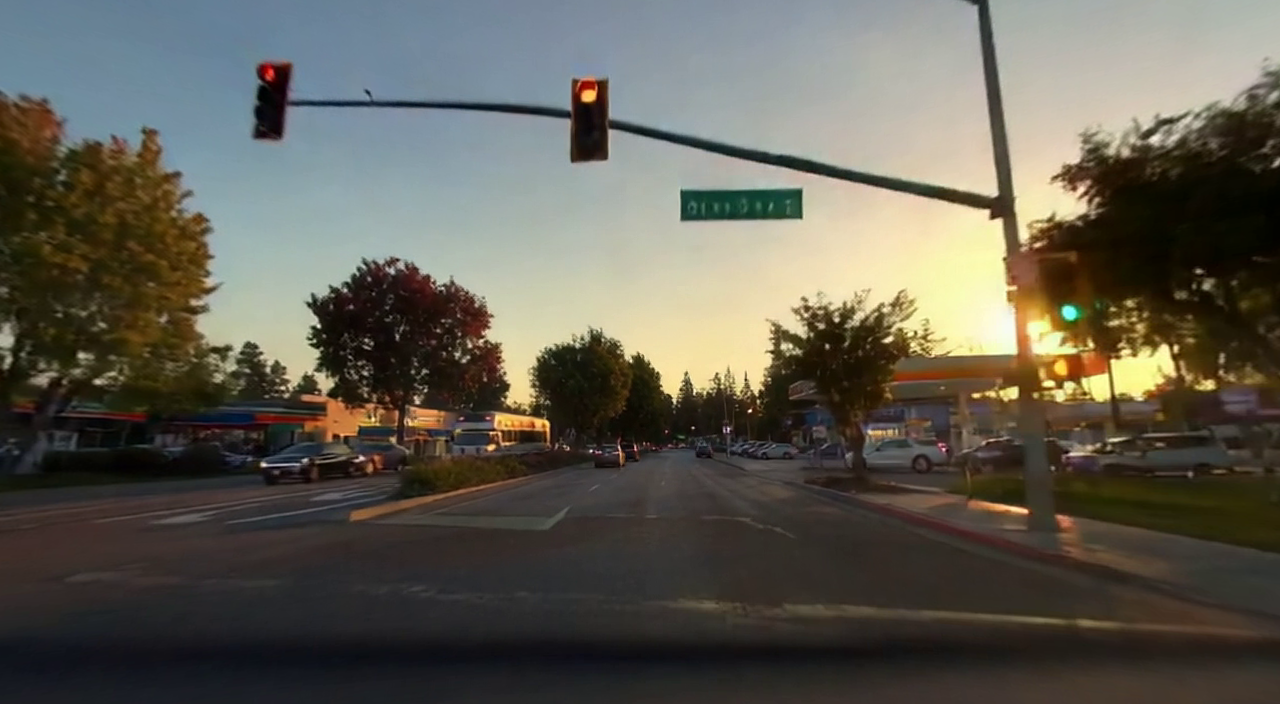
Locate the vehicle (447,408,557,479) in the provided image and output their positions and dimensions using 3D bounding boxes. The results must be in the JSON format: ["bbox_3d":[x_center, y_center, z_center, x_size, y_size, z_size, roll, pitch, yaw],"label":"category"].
[{"bbox_3d":[-7.537,5.339,36.980,3.056,3.289,13.199,-2,-8,2],"label":"vehicle"}]

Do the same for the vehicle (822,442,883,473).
[{"bbox_3d":[10.948,5.481,32.870,1.888,1.465,4.727,0,-9,5],"label":"vehicle"}]

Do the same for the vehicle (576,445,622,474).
[{"bbox_3d":[-2.115,5.709,33.719,1.959,1.406,4.272,0,-9,2],"label":"vehicle"}]

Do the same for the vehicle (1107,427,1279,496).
[{"bbox_3d":[18.457,3.509,20.519,2.186,1.928,5.816,0,-9,2],"label":"vehicle"}]

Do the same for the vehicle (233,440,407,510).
[{"bbox_3d":[-8.016,3.063,16.410,2.099,1.467,4.596,-2,-8,1],"label":"vehicle"}]

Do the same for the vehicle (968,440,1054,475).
[{"bbox_3d":[19.067,5.430,32.675,1.845,1.650,4.651,-1,-9,3],"label":"vehicle"}]

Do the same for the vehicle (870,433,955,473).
[{"bbox_3d":[13.880,5.199,32.526,2.015,1.839,5.416,0,-9,1],"label":"vehicle"}]

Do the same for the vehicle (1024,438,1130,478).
[{"bbox_3d":[22.207,5.375,32.269,1.922,1.861,4.340,1,-9,-6],"label":"vehicle"}]
